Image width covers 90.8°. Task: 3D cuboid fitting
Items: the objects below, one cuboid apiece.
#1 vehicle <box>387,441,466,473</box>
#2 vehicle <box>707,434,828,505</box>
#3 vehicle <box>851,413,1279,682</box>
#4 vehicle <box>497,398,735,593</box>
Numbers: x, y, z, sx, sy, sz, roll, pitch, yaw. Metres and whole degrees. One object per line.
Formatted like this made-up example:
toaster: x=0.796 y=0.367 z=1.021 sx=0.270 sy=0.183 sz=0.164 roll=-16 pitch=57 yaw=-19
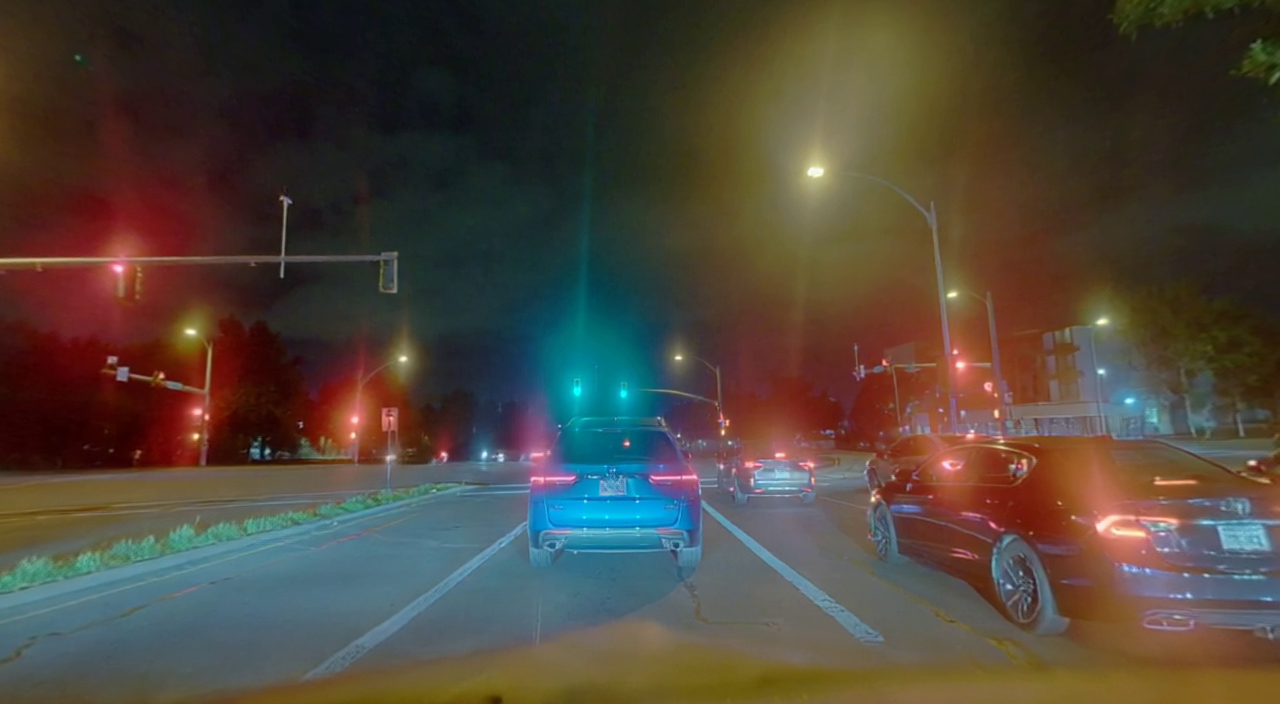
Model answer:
vehicle: x=-13.000 y=6.337 z=38.364 sx=4.972 sy=1.794 sz=2.186 roll=-7 pitch=-11 yaw=39
vehicle: x=2.976 y=2.852 z=15.771 sx=1.950 sy=1.506 sz=4.086 roll=0 pitch=-8 yaw=-3
vehicle: x=3.617 y=1.397 z=5.696 sx=1.861 sy=1.478 sz=4.185 roll=0 pitch=-8 yaw=-2
vehicle: x=-0.268 y=1.560 z=7.629 sx=2.101 sy=1.707 sz=3.904 roll=0 pitch=-8 yaw=-2
